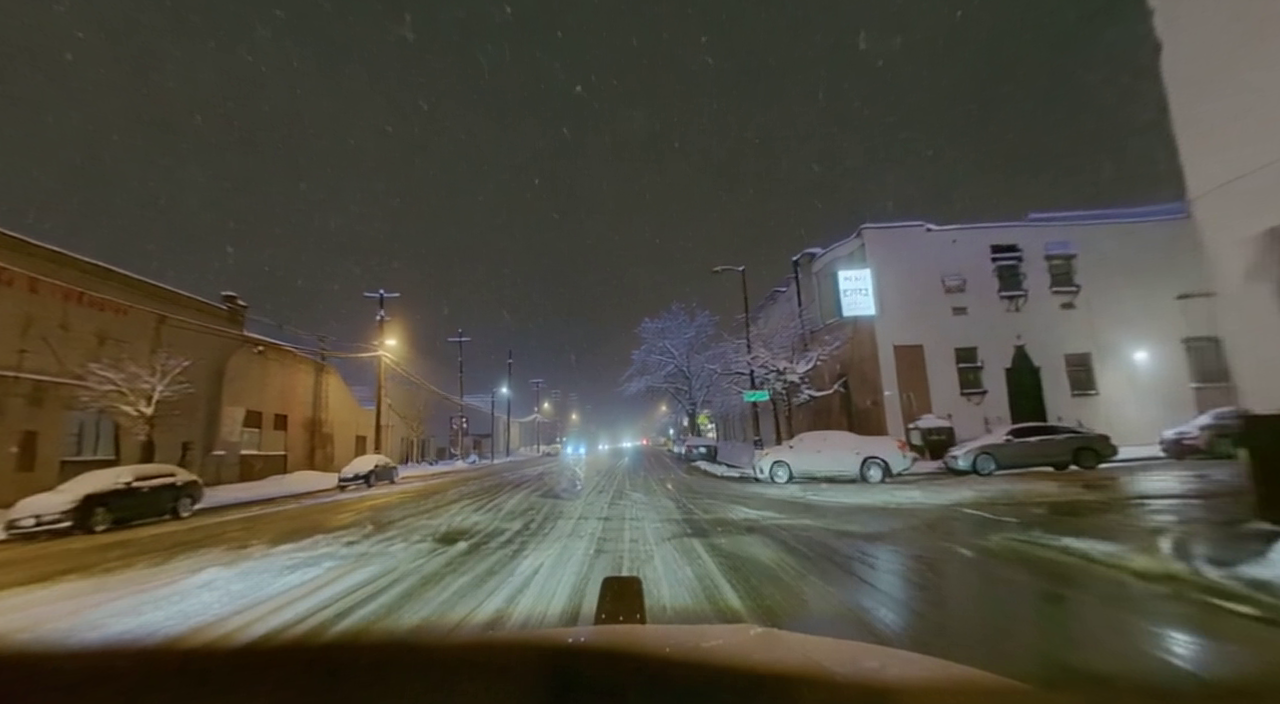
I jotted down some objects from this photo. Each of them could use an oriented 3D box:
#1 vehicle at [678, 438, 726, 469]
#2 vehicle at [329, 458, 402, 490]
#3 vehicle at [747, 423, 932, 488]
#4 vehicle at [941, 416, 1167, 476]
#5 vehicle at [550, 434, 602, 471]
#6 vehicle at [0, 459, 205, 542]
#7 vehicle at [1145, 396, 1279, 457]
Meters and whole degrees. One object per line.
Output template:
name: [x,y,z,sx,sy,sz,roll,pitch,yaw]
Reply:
vehicle: [3.255,5.428,34.068,2.007,1.558,4.464,0,-8,-2]
vehicle: [-15.705,6.992,36.433,2.073,1.492,4.687,-1,-7,0]
vehicle: [5.350,2.852,17.574,4.474,1.632,2.234,-1,-8,6]
vehicle: [11.784,2.735,18.452,5.034,1.590,2.025,-2,-8,14]
vehicle: [-3.432,5.469,34.731,2.348,1.831,4.737,0,-8,0]
vehicle: [-15.411,4.084,18.115,1.966,1.760,5.423,-1,-7,1]
vehicle: [19.546,2.384,20.094,4.938,1.812,2.317,0,-8,0]
